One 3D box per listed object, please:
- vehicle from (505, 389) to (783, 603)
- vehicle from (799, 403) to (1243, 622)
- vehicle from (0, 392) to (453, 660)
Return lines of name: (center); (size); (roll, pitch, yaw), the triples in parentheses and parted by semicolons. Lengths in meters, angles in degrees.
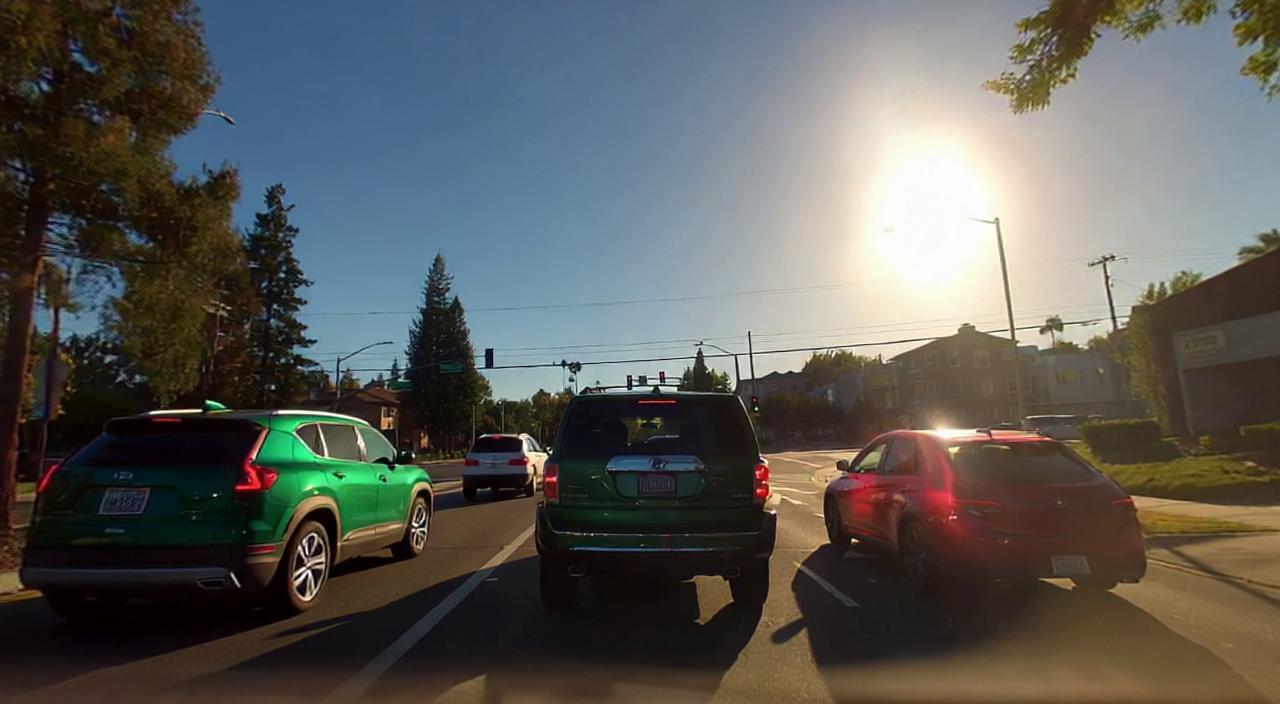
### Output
vehicle: (0.015, 1.481, 7.241); (2.294, 1.761, 3.857); (0, -9, -1)
vehicle: (3.469, 1.547, 7.049); (2.202, 1.657, 4.298); (0, -9, -1)
vehicle: (-3.376, 1.369, 5.982); (1.961, 1.639, 4.064); (0, -9, 0)
